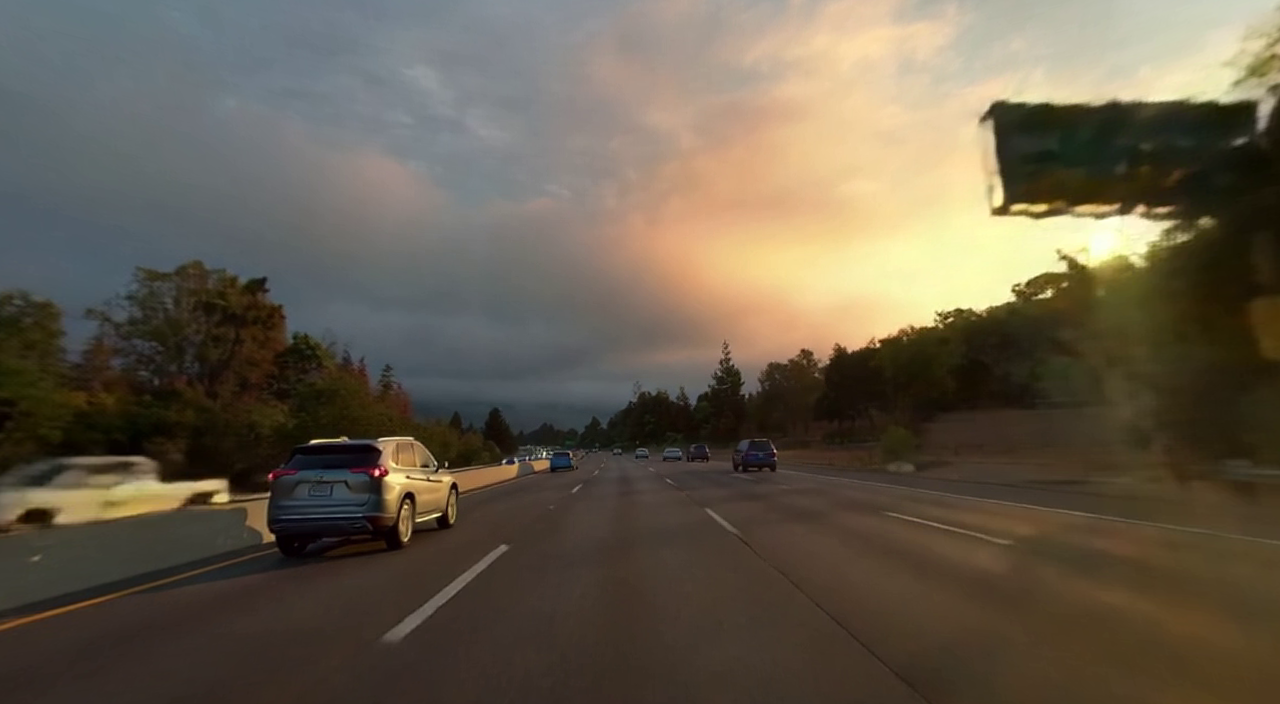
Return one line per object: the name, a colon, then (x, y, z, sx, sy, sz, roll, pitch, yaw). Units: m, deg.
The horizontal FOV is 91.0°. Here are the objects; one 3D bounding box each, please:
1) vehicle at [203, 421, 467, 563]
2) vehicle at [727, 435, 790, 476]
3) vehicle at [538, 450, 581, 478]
vehicle: (-4.414, 2.089, 10.078, 2.079, 1.745, 4.281, 0, -9, -1)
vehicle: (6.526, 5.798, 35.488, 2.378, 2.096, 5.119, 0, -9, -2)
vehicle: (-4.510, 6.337, 35.949, 2.009, 1.488, 4.289, 0, -9, -2)
